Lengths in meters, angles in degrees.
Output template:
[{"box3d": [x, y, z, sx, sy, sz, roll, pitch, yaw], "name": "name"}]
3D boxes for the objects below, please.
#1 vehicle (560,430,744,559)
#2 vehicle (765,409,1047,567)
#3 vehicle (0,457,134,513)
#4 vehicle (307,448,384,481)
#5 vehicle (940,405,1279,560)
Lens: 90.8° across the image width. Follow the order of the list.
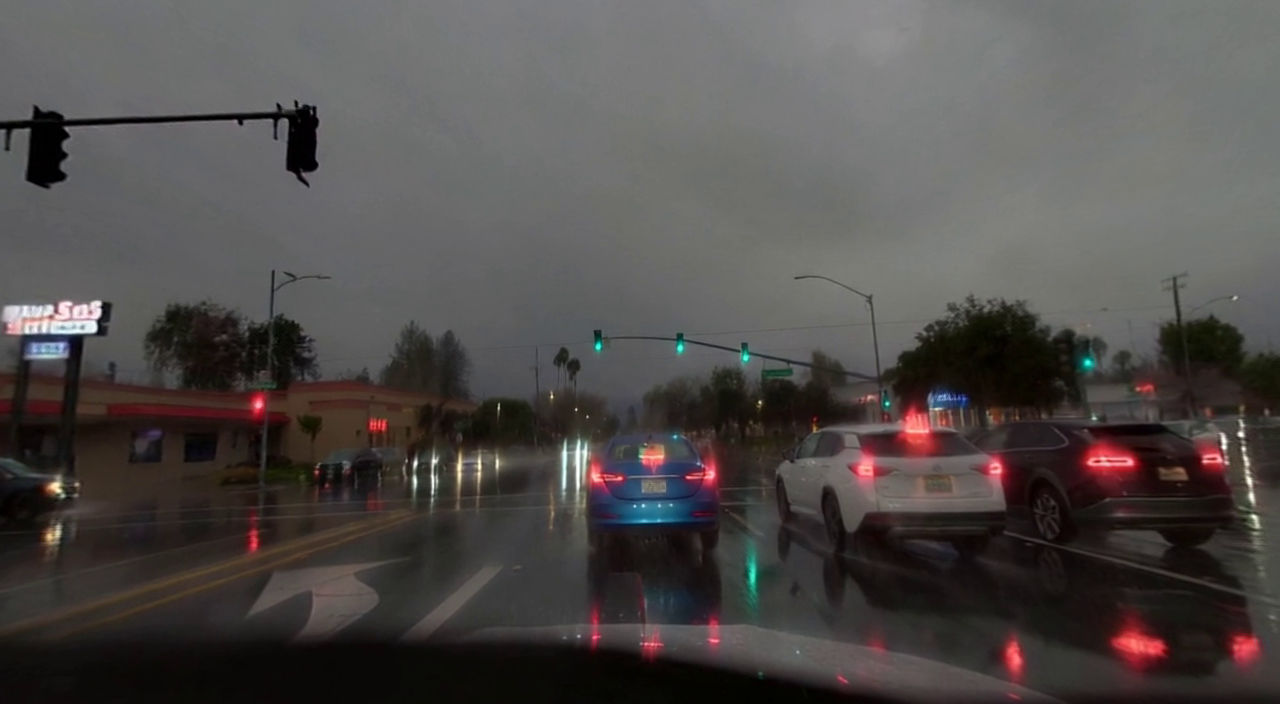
[{"box3d": [0.105, 1.965, 9.440, 2.135, 1.468, 4.076, 0, -9, -1], "name": "vehicle"}, {"box3d": [3.269, 1.780, 9.046, 1.973, 1.633, 4.717, 0, -9, 0], "name": "vehicle"}, {"box3d": [-20.318, 4.383, 21.034, 4.780, 1.669, 2.232, 1, -9, -11], "name": "vehicle"}, {"box3d": [-18.575, 7.079, 40.231, 2.324, 1.911, 5.610, 0, -9, -2], "name": "vehicle"}, {"box3d": [6.461, 1.759, 9.178, 2.009, 1.700, 4.275, 0, -9, -1], "name": "vehicle"}]
